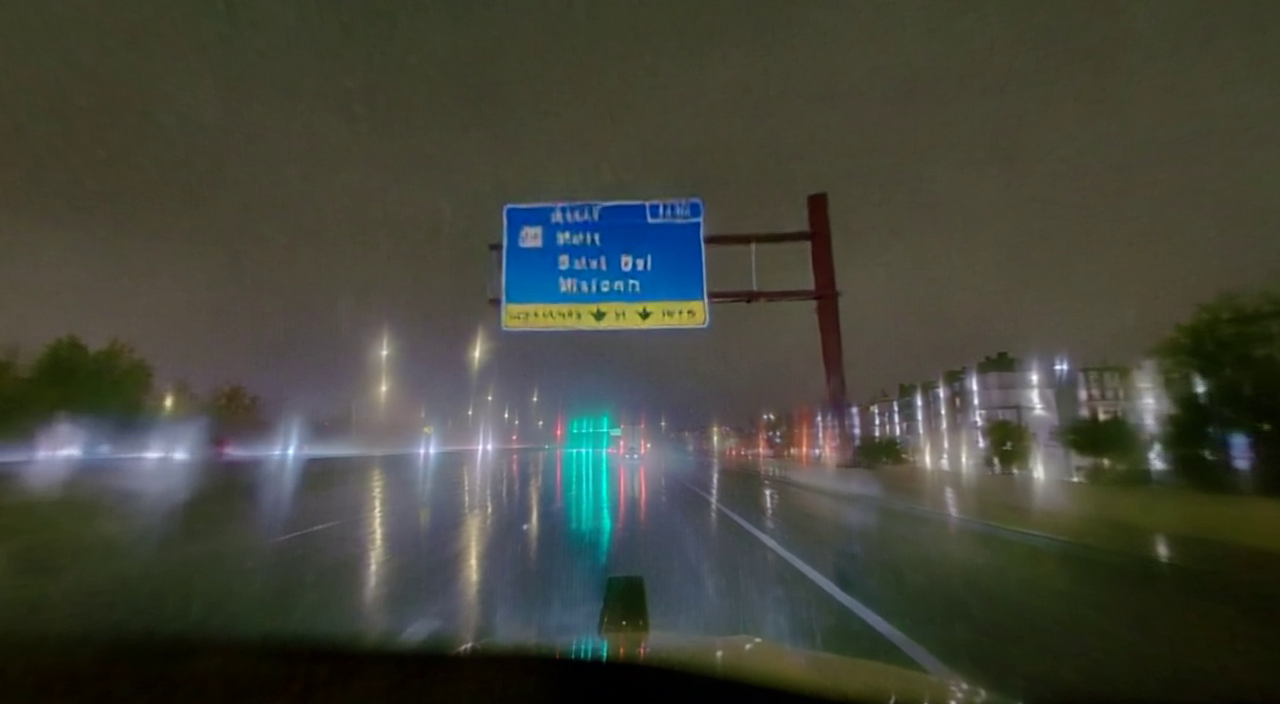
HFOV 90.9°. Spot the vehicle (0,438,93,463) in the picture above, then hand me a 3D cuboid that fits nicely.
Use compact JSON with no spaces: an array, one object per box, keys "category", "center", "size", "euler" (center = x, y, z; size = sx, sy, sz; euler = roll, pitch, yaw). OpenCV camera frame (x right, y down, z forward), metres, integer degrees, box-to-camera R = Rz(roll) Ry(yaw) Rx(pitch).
[{"category":"vehicle","center":[-40.354,6.702,43.048],"size":[1.858,1.574,4.642],"euler":[0,-8,-1]}]

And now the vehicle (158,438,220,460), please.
[{"category":"vehicle","center":[-33.750,7.281,47.354],"size":[1.797,1.518,3.946],"euler":[0,-8,-1]}]
